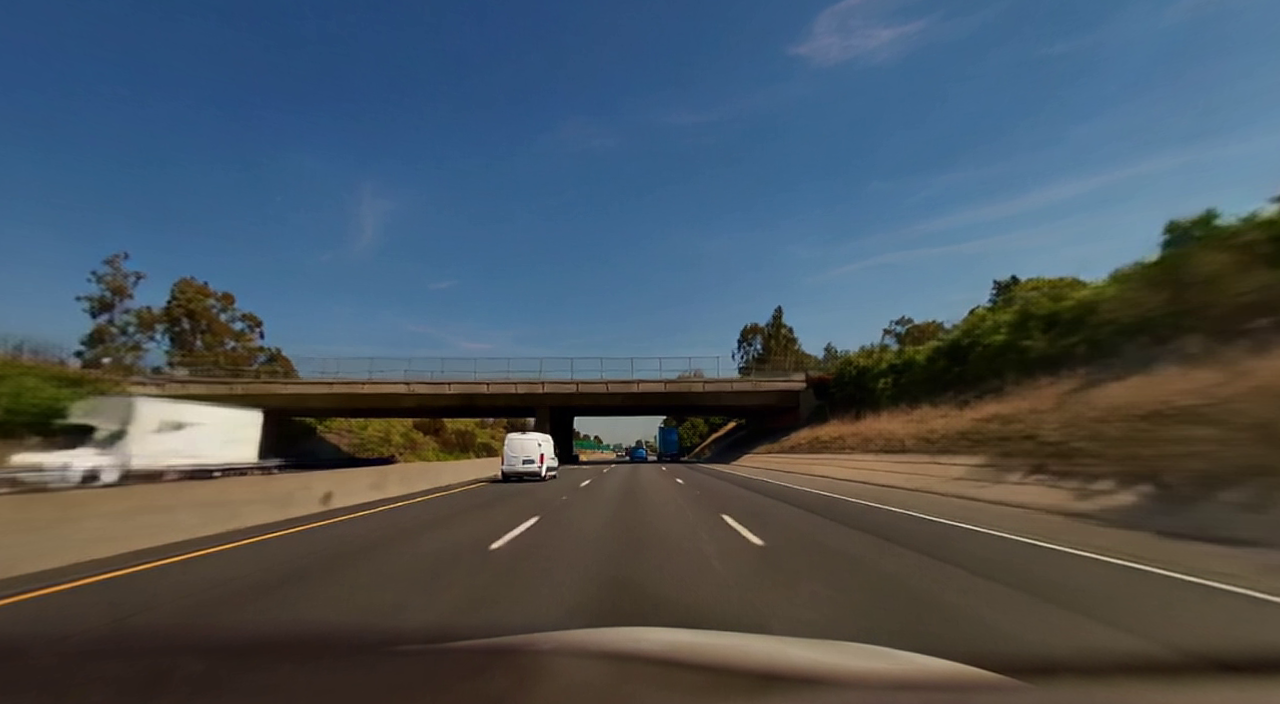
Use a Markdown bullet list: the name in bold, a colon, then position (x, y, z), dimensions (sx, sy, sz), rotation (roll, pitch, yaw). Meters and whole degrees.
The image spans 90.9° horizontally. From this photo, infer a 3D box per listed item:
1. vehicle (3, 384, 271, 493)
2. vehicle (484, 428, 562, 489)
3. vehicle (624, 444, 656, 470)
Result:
- **vehicle**: position (-19.423, 3.601, 25.647), dimensions (2.958, 3.583, 9.528), rotation (0, -9, 0)
- **vehicle**: position (-4.166, 3.906, 23.309), dimensions (1.955, 2.004, 4.792), rotation (0, -9, 0)
- **vehicle**: position (0.004, 7.461, 45.009), dimensions (2.166, 1.747, 4.299), rotation (0, -9, 0)
